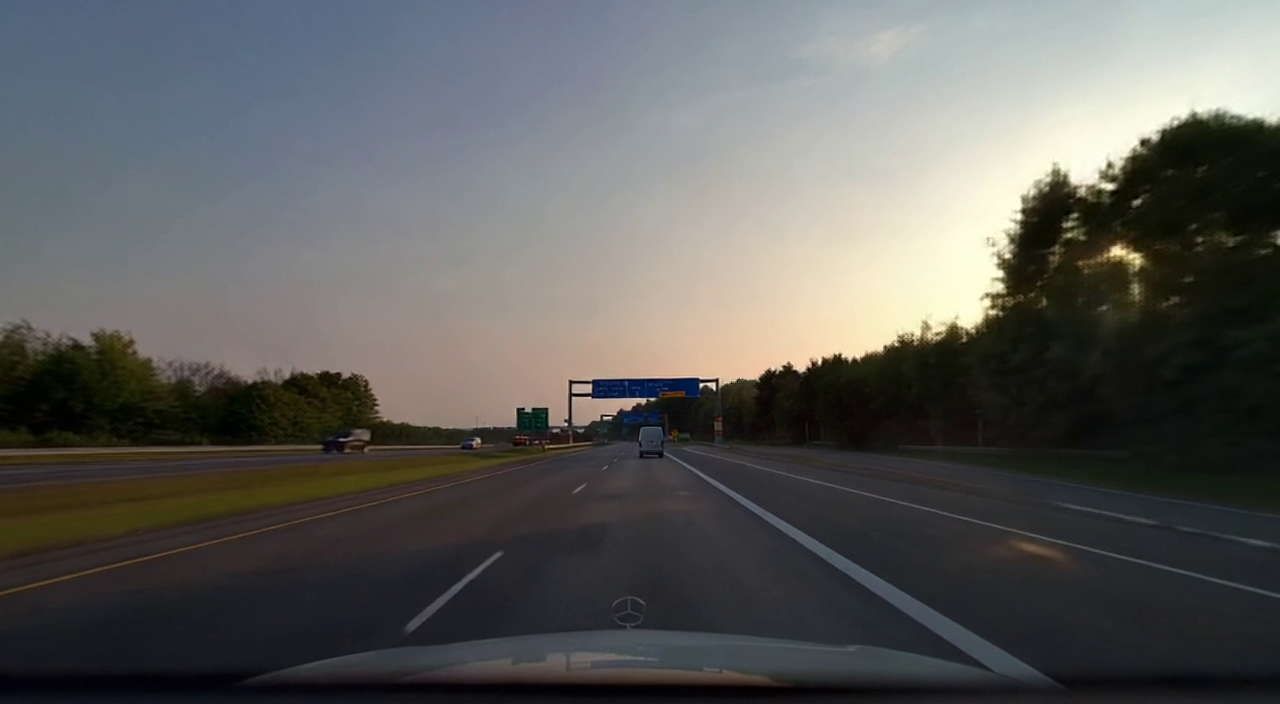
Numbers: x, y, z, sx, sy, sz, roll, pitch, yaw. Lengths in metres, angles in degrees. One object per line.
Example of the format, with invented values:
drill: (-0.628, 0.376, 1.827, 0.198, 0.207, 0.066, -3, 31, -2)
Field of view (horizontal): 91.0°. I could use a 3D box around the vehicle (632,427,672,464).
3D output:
vehicle: (0.713, 5.788, 38.893, 2.277, 2.109, 4.922, 0, -8, 1)
